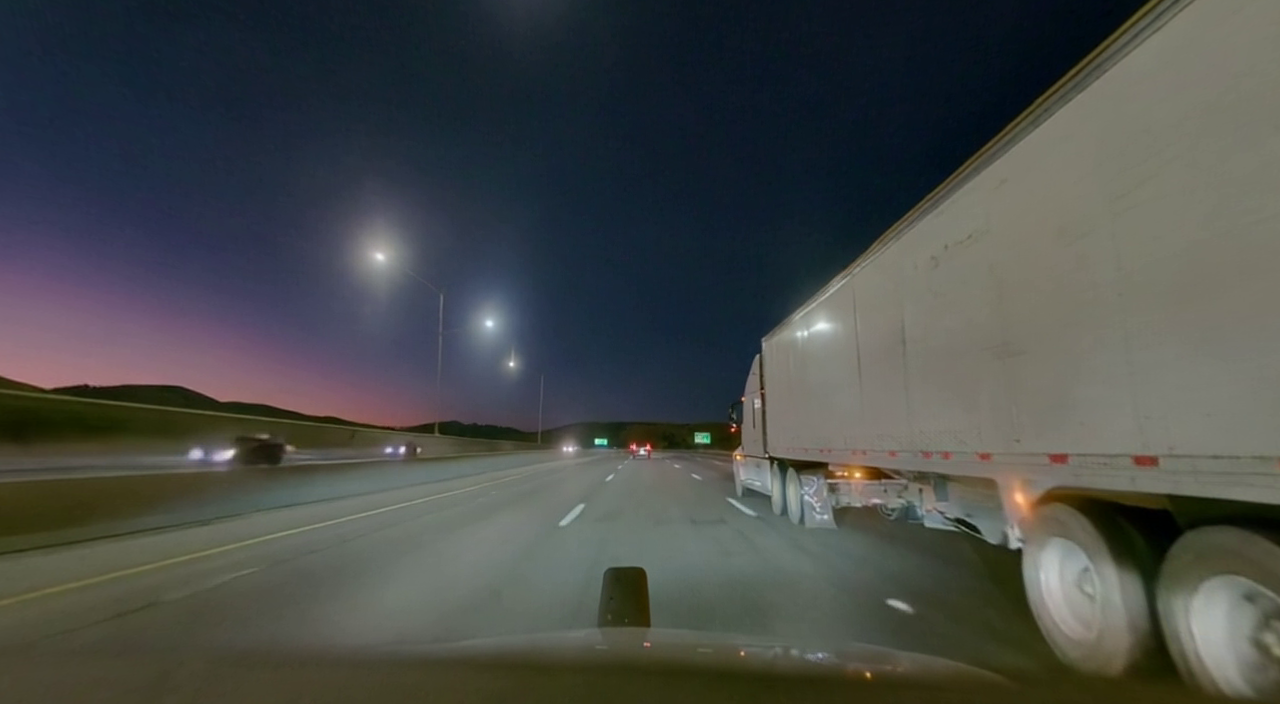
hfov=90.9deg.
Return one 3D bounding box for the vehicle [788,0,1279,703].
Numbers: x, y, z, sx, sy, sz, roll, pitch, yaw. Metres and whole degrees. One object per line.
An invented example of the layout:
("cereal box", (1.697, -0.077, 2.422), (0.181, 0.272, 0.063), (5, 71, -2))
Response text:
("vehicle", (3.987, 0.629, 4.516), (3.326, 3.089, 10.642), (0, -9, 0))
